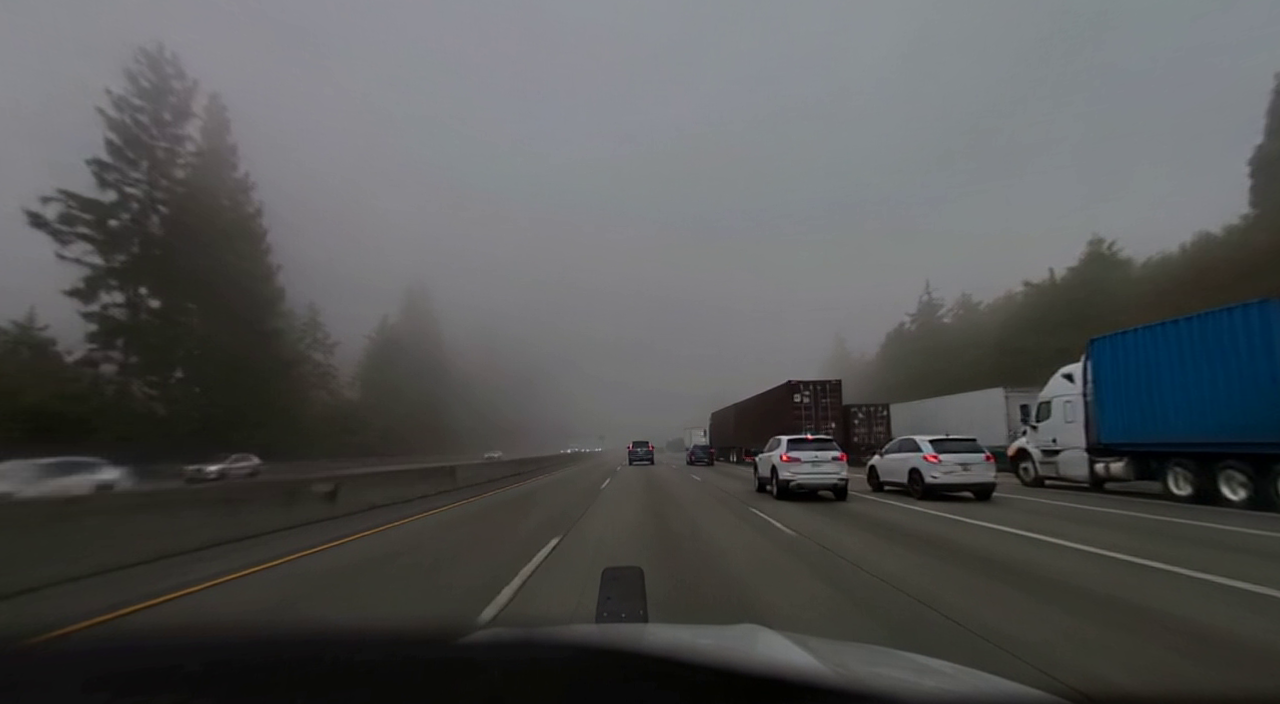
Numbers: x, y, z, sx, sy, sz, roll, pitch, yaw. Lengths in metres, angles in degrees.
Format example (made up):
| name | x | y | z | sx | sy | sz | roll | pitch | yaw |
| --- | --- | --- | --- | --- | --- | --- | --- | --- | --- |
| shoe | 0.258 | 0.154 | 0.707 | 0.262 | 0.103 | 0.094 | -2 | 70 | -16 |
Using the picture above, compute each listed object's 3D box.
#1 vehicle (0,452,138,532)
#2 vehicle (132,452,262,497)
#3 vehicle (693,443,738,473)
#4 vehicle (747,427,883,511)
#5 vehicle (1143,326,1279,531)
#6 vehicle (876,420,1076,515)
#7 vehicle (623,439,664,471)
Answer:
| name | x | y | z | sx | sy | sz | roll | pitch | yaw |
| --- | --- | --- | --- | --- | --- | --- | --- | --- | --- |
| vehicle | -13.289 | 2.854 | 12.935 | 1.920 | 1.481 | 4.706 | 0 | -8 | 1 |
| vehicle | -17.147 | 4.733 | 24.594 | 1.925 | 1.527 | 4.257 | 0 | -8 | 1 |
| vehicle | 4.032 | 5.726 | 34.256 | 1.888 | 1.501 | 4.608 | 0 | -8 | 0 |
| vehicle | 3.959 | 2.705 | 15.012 | 1.972 | 1.693 | 4.139 | 0 | -8 | -1 |
| vehicle | 11.605 | 0.859 | 7.590 | 2.786 | 3.226 | 9.750 | 0 | -8 | -1 |
| vehicle | 7.464 | 2.597 | 14.674 | 1.985 | 1.835 | 4.681 | 0 | -8 | -1 |
| vehicle | 0.240 | 6.083 | 37.322 | 2.313 | 1.736 | 4.215 | 0 | -8 | 1 |
